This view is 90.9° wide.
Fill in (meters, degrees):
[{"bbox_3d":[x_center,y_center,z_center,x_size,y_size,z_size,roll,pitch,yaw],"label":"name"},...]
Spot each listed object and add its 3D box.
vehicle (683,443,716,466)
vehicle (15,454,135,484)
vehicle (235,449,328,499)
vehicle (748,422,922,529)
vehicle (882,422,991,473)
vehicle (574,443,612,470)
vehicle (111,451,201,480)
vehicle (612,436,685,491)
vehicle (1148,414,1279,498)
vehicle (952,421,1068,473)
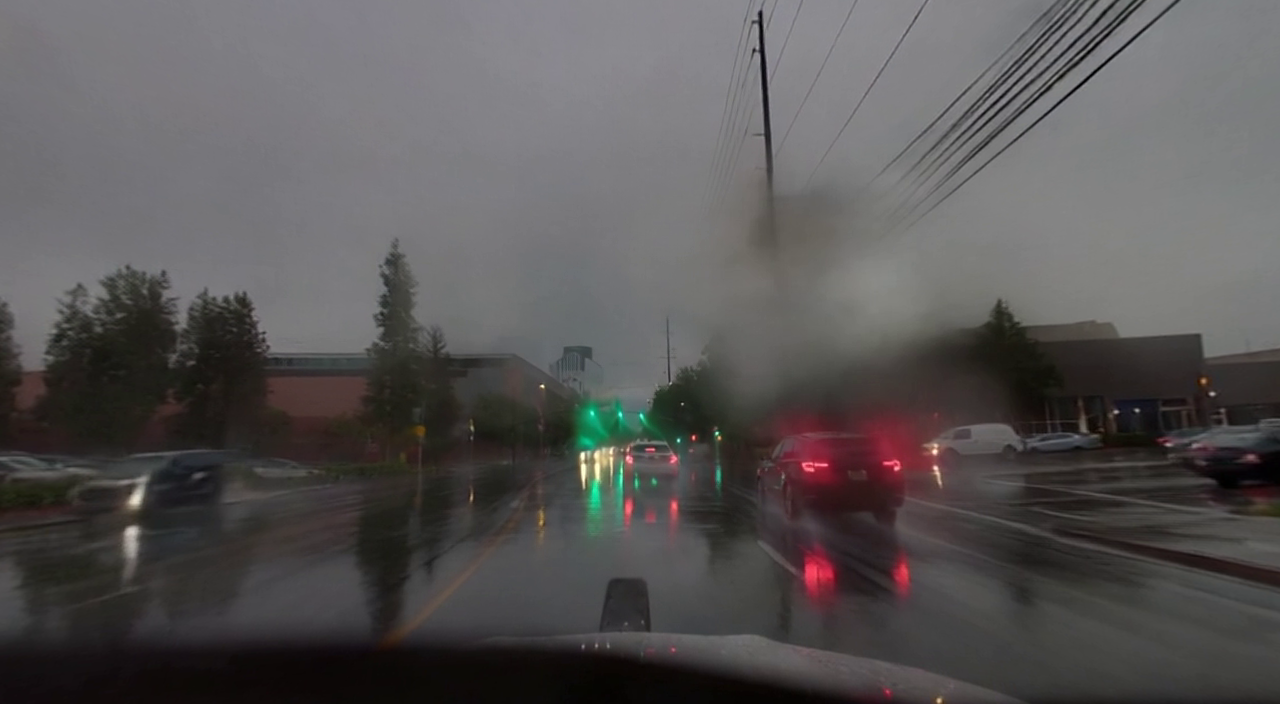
[{"bbox_3d":[4.079,7.147,43.938,1.880,1.503,4.130,0,-9,-1],"label":"vehicle"},{"bbox_3d":[-30.536,6.310,34.293,1.951,1.459,4.803,0,-9,2],"label":"vehicle"},{"bbox_3d":[-12.705,4.284,22.225,2.006,1.510,4.290,6,-12,-40],"label":"vehicle"},{"bbox_3d":[3.562,2.350,12.579,2.024,1.711,4.512,0,-9,0],"label":"vehicle"},{"bbox_3d":[11.741,3.861,25.435,2.238,1.845,4.874,-1,-9,3],"label":"vehicle"},{"bbox_3d":[-2.786,6.146,37.247,2.104,1.488,4.546,0,-9,-4],"label":"vehicle"},{"bbox_3d":[-30.502,7.130,39.889,1.903,1.649,4.654,0,-9,1],"label":"vehicle"},{"bbox_3d":[0.269,3.698,21.322,2.200,1.653,4.127,0,-9,0],"label":"vehicle"},{"bbox_3d":[13.362,2.165,13.197,1.899,1.602,4.297,0,-9,2],"label":"vehicle"},{"bbox_3d":[14.349,3.745,24.819,2.146,1.837,4.512,-1,-9,6],"label":"vehicle"}]
